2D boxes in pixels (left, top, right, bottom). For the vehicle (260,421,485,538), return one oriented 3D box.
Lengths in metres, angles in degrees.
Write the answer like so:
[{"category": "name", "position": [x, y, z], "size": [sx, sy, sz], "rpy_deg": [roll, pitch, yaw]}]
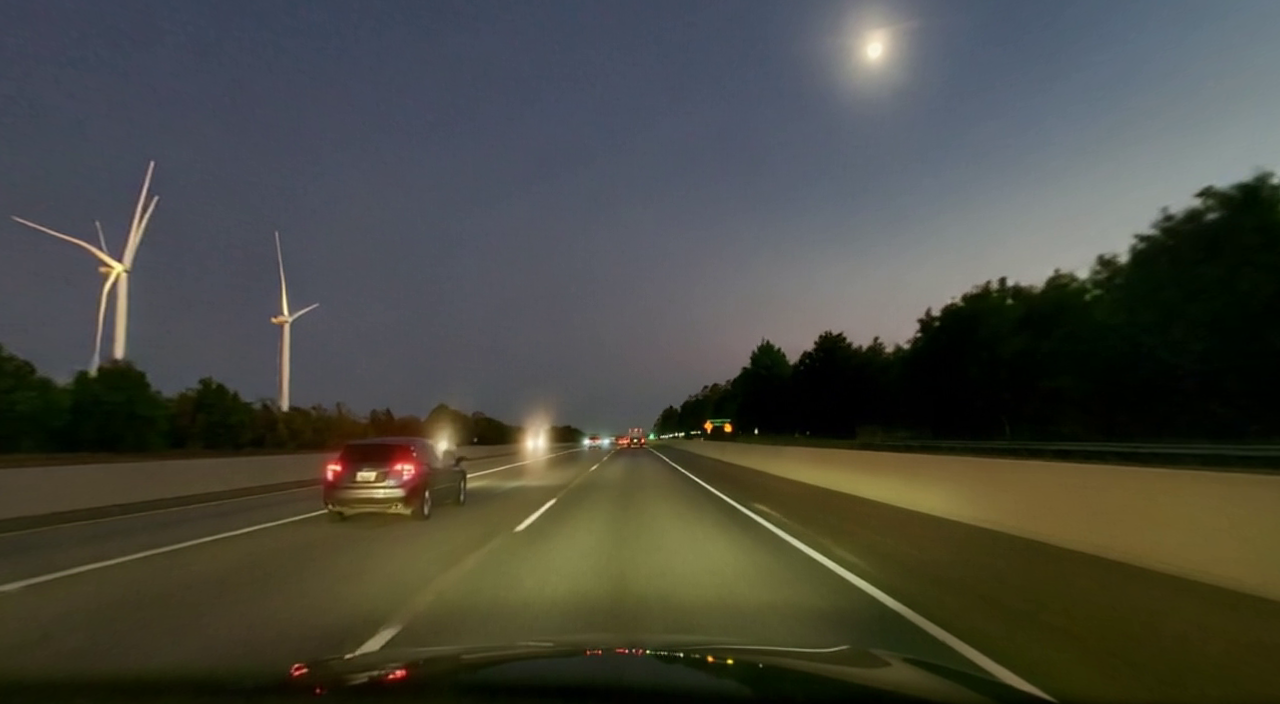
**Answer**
[{"category": "vehicle", "position": [-3.999, 1.947, 10.290], "size": [1.950, 1.511, 3.965], "rpy_deg": [0, -8, -1]}]
